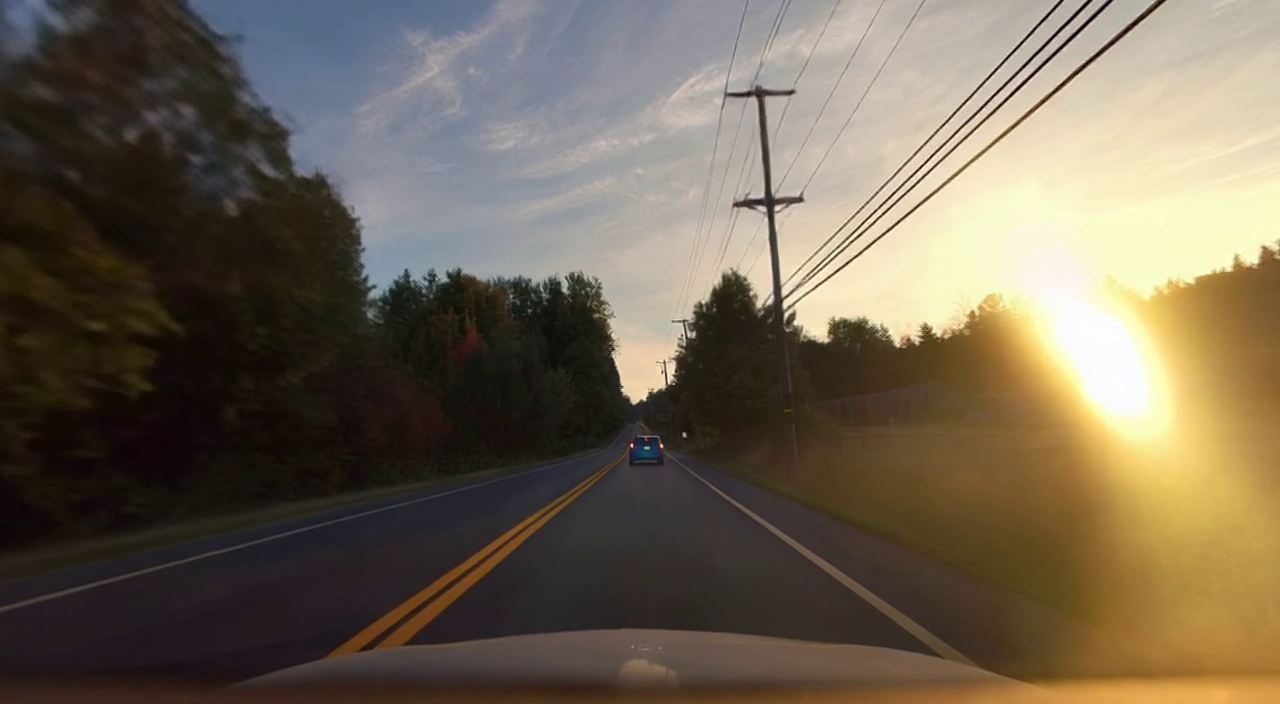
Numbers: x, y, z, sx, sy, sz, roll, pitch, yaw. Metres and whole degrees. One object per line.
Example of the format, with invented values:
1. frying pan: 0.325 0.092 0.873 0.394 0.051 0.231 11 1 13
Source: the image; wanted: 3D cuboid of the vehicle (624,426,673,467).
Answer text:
1. vehicle: 0.435 5.052 33.863 2.468 2.056 4.422 0 -8 0
